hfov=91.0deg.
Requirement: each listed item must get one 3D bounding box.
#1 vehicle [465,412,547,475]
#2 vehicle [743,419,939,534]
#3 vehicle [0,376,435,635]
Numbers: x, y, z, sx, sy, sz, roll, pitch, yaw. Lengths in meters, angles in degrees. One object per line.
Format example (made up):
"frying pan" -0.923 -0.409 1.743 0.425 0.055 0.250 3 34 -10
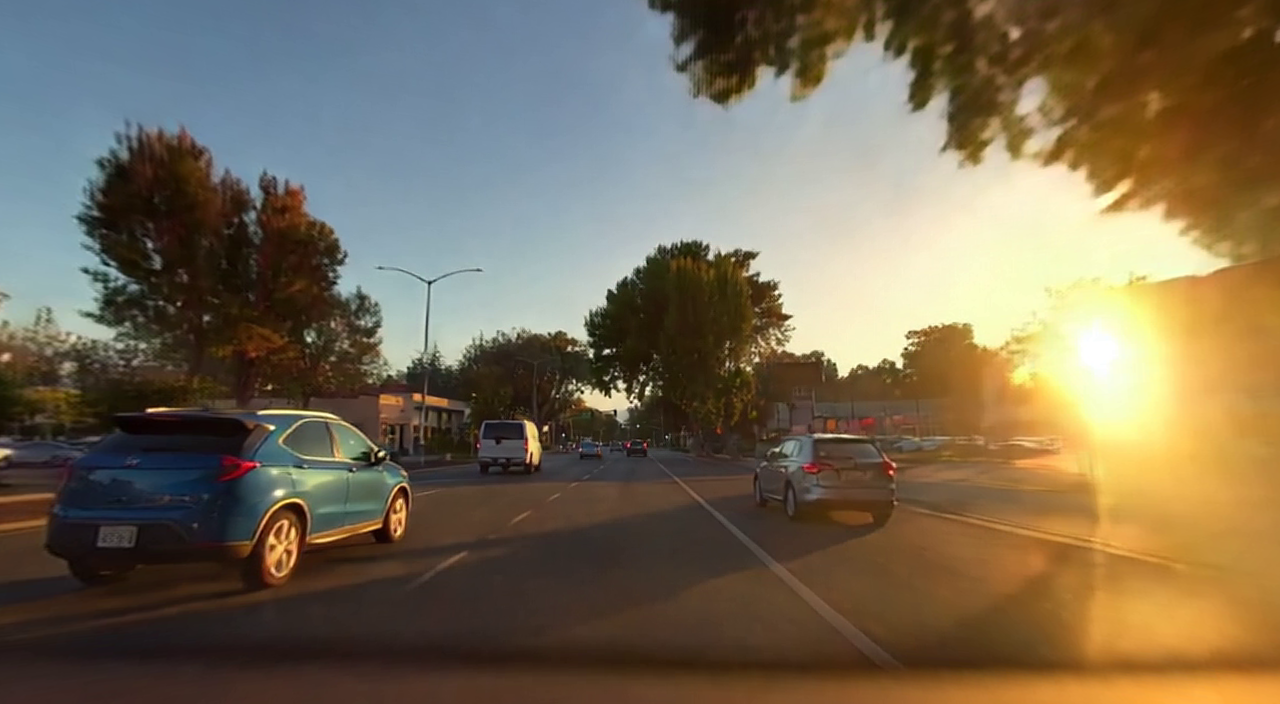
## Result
"vehicle" -6.089 4.336 29.688 2.863 2.592 6.410 1 -9 -4
"vehicle" 3.582 2.341 12.434 2.167 1.792 4.835 1 -9 -1
"vehicle" -3.887 1.359 6.498 2.038 1.748 4.303 0 -9 0
